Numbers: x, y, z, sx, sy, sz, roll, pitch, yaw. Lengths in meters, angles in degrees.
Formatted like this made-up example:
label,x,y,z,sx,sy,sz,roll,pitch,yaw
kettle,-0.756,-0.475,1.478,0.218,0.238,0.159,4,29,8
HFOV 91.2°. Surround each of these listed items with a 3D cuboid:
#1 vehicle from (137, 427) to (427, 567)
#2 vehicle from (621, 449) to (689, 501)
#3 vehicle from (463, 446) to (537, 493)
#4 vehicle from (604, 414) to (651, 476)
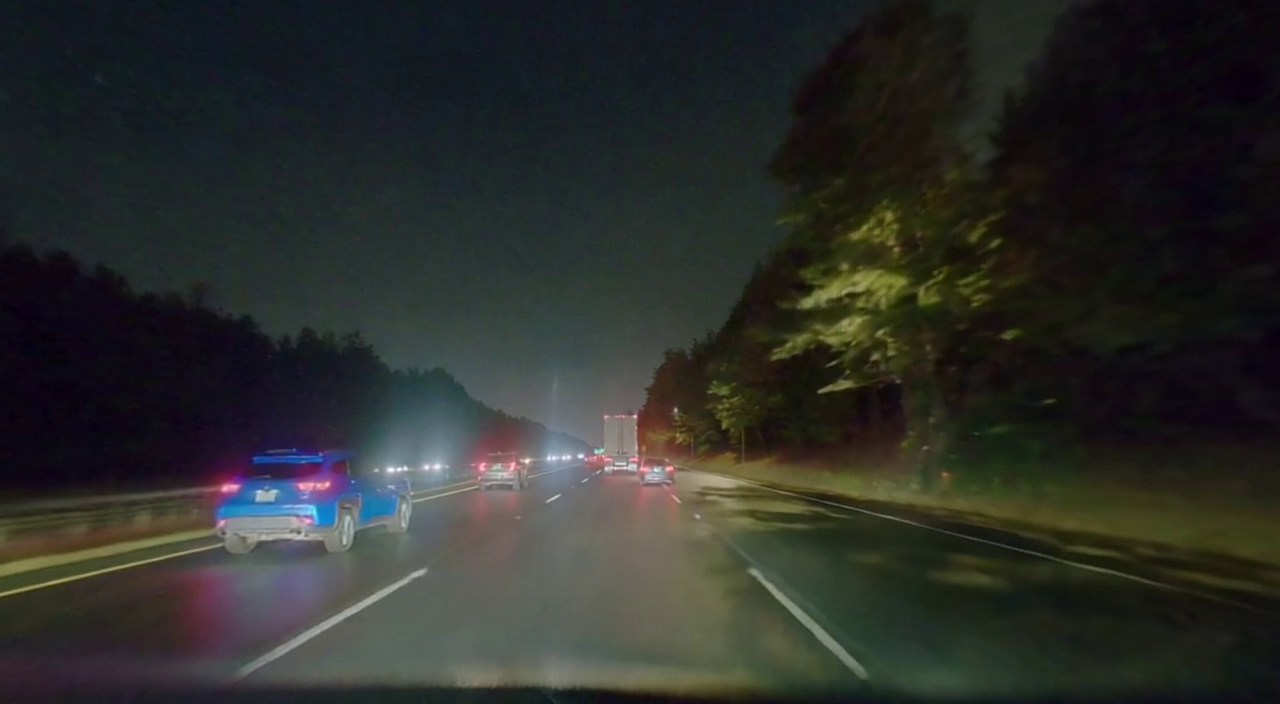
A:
label,x,y,z,sx,sy,sz,roll,pitch,yaw
vehicle,-5.086,2.107,9.773,2.100,1.671,4.105,0,-9,-1
vehicle,0.417,3.992,20.698,2.026,1.489,4.045,0,-9,-1
vehicle,-5.426,4.584,24.793,2.035,1.664,4.064,0,-9,-1
vehicle,-1.005,7.017,46.995,3.113,4.066,10.786,0,-9,-2
